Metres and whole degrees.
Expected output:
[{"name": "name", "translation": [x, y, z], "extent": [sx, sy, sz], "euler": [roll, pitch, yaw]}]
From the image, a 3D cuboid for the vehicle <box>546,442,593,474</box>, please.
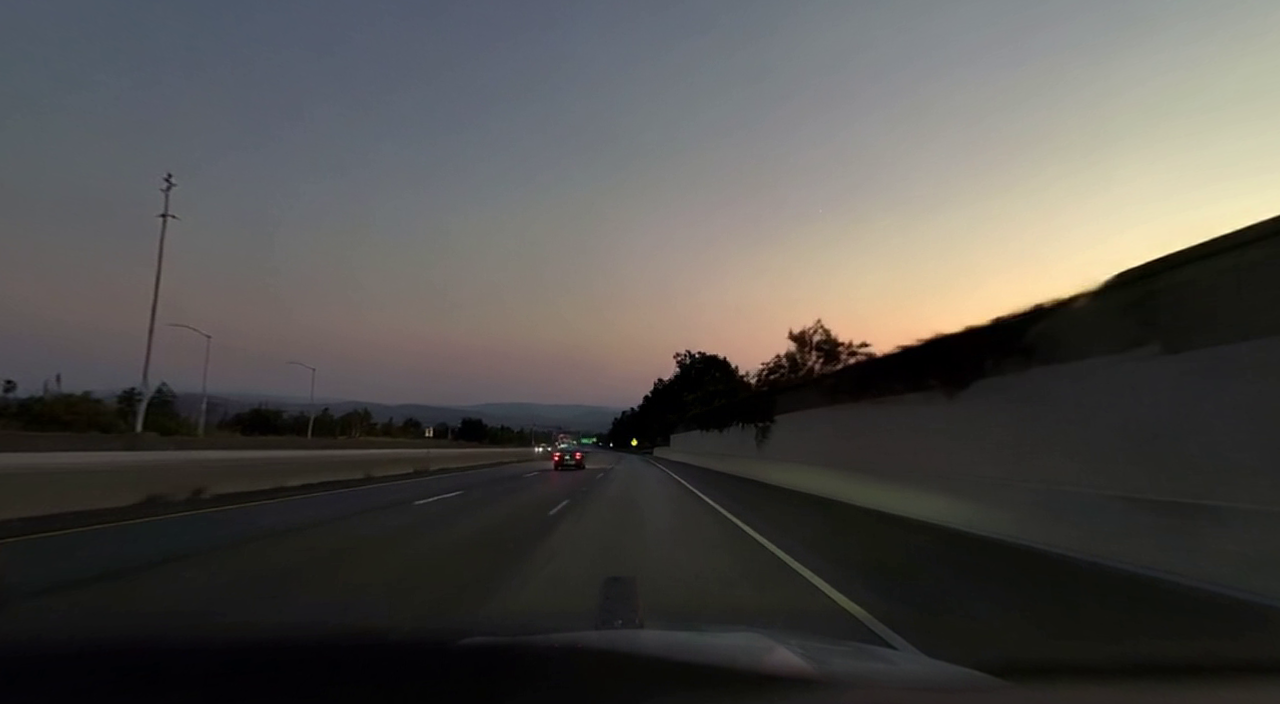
[{"name": "vehicle", "translation": [-3.934, 5.994, 35.713], "extent": [2.133, 1.683, 4.340], "euler": [0, -9, 0]}]
